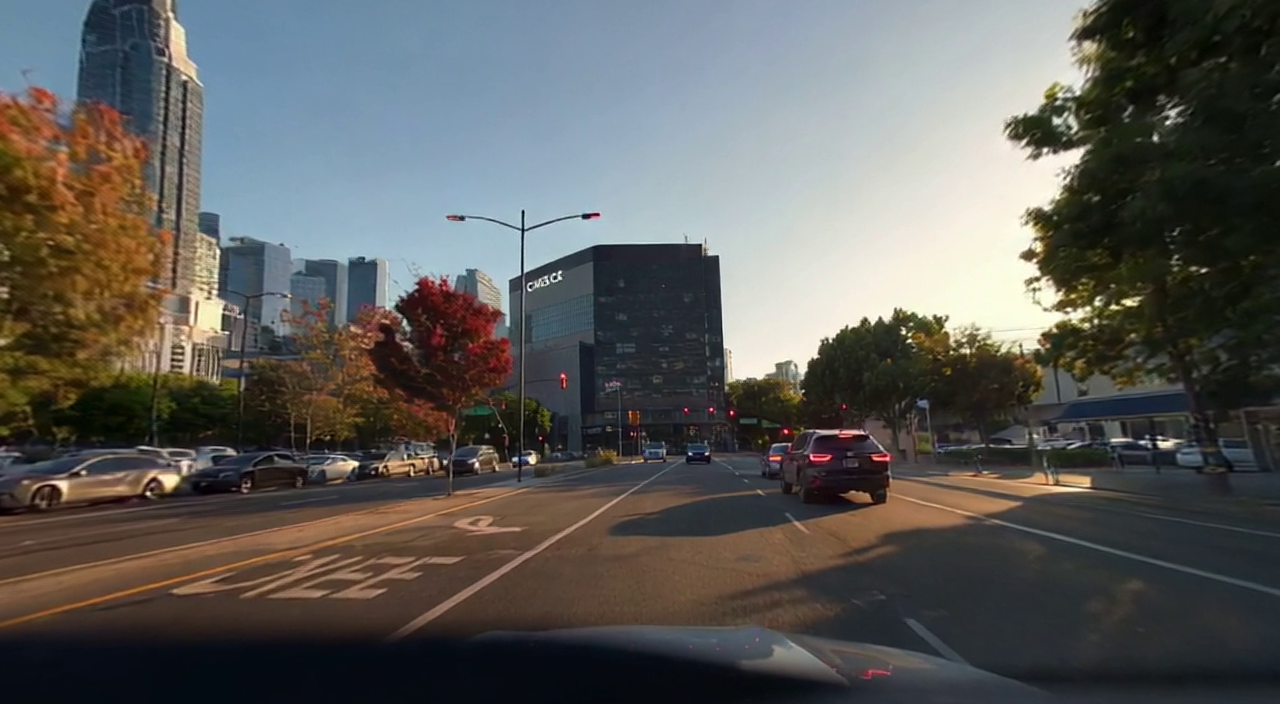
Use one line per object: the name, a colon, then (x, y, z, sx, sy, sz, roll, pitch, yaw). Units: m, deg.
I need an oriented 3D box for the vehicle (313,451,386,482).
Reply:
vehicle: (-15.321, 6.054, 33.555, 1.804, 1.437, 4.560, 0, -8, -1)

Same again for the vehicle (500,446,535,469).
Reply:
vehicle: (-8.647, 7.452, 44.735, 1.884, 1.456, 4.356, 0, -8, -3)

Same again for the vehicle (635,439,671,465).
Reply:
vehicle: (0.974, 6.940, 43.937, 2.057, 1.678, 4.639, -1, -8, 7)

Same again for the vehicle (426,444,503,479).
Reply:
vehicle: (-8.409, 5.265, 30.645, 2.047, 1.572, 4.472, -1, -8, 6)

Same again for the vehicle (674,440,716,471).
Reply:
vehicle: (2.963, 5.449, 33.412, 2.059, 1.477, 3.988, -1, -8, 7)

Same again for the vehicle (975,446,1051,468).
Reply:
vehicle: (27.039, 7.615, 45.812, 4.361, 1.429, 1.843, 0, -9, 11)

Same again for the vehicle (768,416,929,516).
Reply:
vehicle: (4.322, 2.448, 14.084, 2.282, 1.797, 4.924, -1, -8, 5)

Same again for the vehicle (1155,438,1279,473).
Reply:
vehicle: (28.640, 5.028, 30.561, 2.043, 1.496, 5.210, 3, -10, -21)

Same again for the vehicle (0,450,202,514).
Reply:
vehicle: (-15.955, 3.786, 18.959, 1.937, 1.605, 4.531, -1, -8, 6)

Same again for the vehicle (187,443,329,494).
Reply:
vehicle: (-15.873, 4.827, 26.729, 2.200, 1.884, 5.653, -1, -8, 4)
